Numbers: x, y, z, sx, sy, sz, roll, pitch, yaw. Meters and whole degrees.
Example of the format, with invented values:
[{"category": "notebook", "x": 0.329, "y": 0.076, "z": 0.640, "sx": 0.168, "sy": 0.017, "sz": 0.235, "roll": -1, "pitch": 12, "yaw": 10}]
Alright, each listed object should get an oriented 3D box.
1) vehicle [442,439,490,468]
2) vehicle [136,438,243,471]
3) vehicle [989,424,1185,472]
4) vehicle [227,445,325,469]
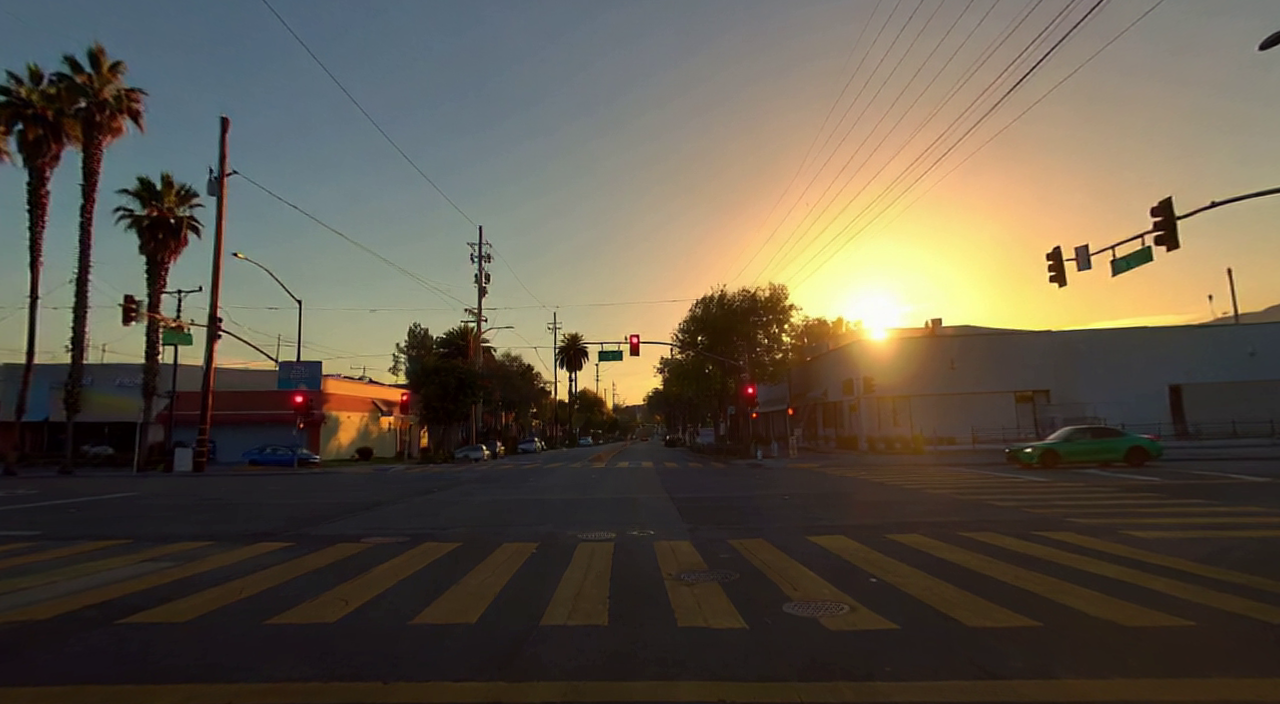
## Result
[{"category": "vehicle", "x": -11.984, "y": 6.991, "z": 43.808, "sx": 2.016, "sy": 1.717, "sz": 4.287, "roll": 0, "pitch": -6, "yaw": 1}, {"category": "vehicle", "x": -25.911, "y": 5.928, "z": 36.462, "sx": 4.613, "sy": 1.820, "sz": 2.021, "roll": 0, "pitch": -9, "yaw": 3}, {"category": "vehicle", "x": 14.760, "y": 3.215, "z": 21.133, "sx": 4.918, "sy": 1.479, "sz": 1.897, "roll": -1, "pitch": -9, "yaw": 7}, {"category": "vehicle", "x": -22.311, "y": 6.438, "z": 38.840, "sx": 4.849, "sy": 1.444, "sz": 1.881, "roll": 0, "pitch": -8, "yaw": 1}]
